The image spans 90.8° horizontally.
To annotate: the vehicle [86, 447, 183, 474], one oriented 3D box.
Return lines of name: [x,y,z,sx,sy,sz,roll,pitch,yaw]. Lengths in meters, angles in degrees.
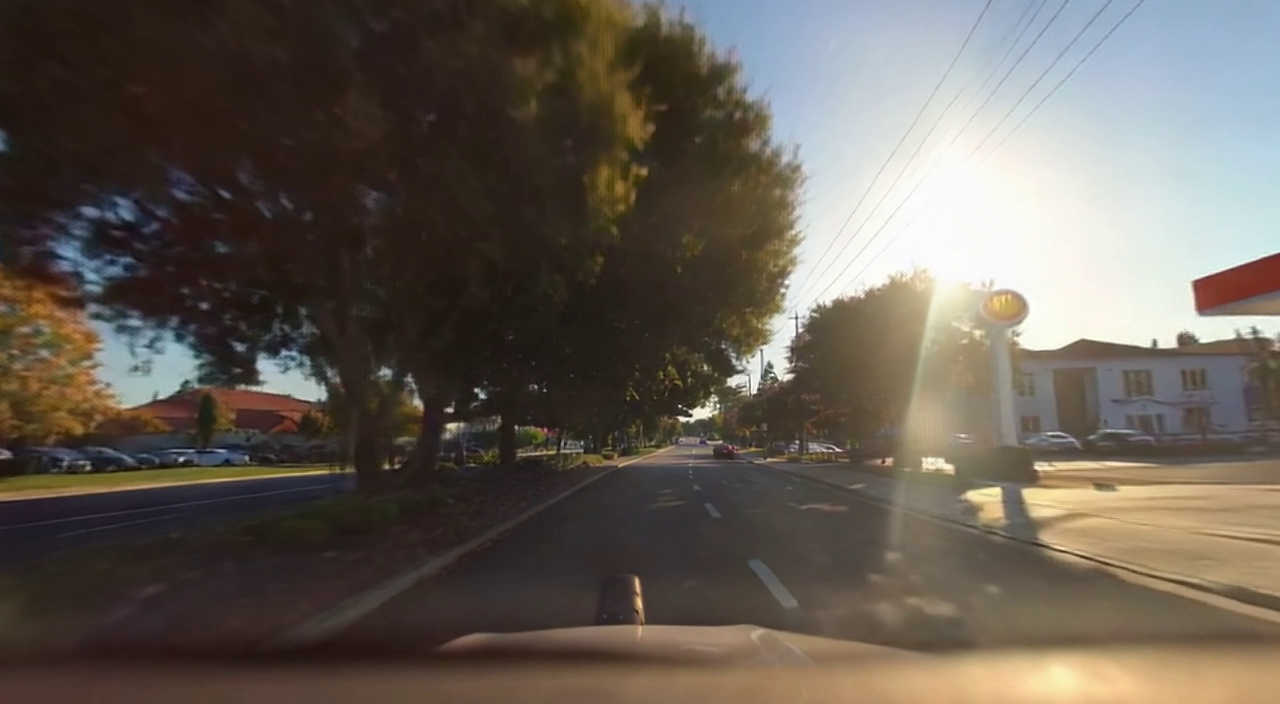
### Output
vehicle: [-30.485,6.535,38.305,1.884,1.490,4.627,0,-9,2]

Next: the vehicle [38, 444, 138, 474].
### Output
vehicle: [-33.184,6.450,38.181,2.051,1.639,4.354,-1,-9,0]
